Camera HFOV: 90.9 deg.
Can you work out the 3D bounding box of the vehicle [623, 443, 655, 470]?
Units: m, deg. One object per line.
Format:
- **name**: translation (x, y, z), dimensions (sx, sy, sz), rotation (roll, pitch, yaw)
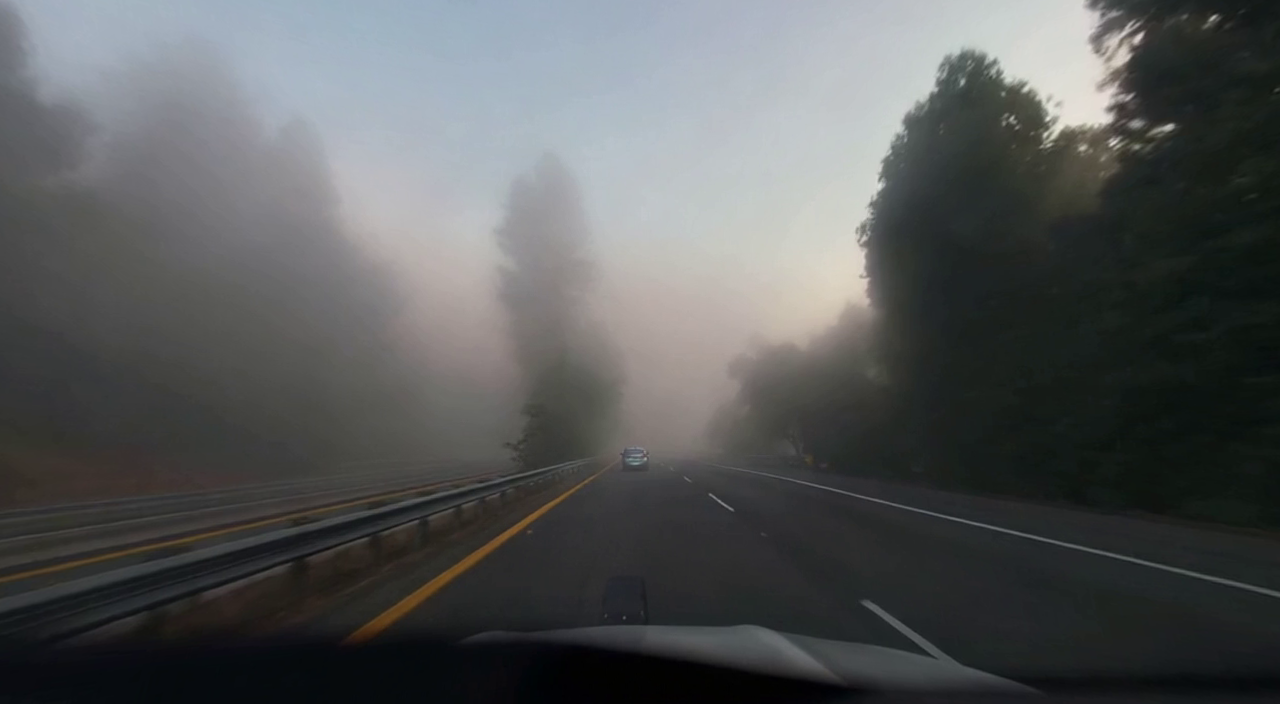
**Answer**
- **vehicle**: translation (-0.108, 6.840, 41.258), dimensions (1.987, 1.658, 3.620), rotation (0, -9, -1)
